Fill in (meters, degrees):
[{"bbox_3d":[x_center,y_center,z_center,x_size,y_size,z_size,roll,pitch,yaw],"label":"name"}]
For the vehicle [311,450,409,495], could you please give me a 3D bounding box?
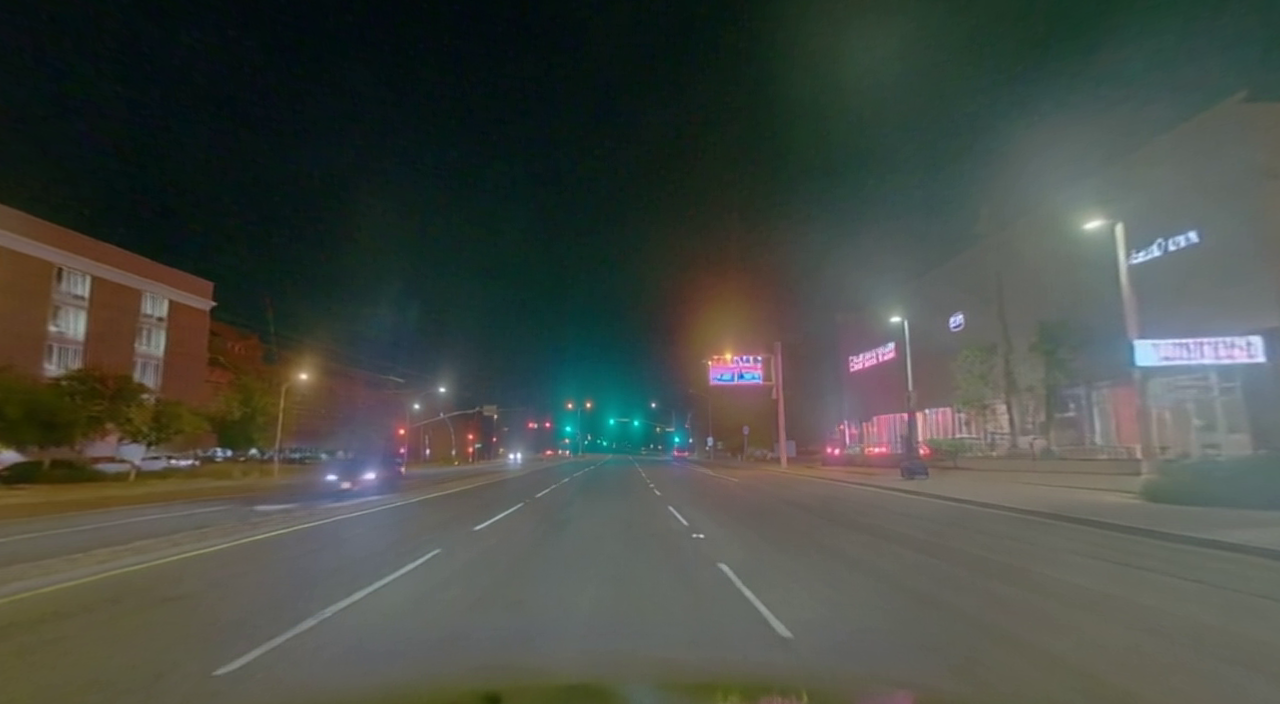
[{"bbox_3d":[-10.730,4.633,24.612,1.893,1.525,4.237,0,-8,-1],"label":"vehicle"}]
